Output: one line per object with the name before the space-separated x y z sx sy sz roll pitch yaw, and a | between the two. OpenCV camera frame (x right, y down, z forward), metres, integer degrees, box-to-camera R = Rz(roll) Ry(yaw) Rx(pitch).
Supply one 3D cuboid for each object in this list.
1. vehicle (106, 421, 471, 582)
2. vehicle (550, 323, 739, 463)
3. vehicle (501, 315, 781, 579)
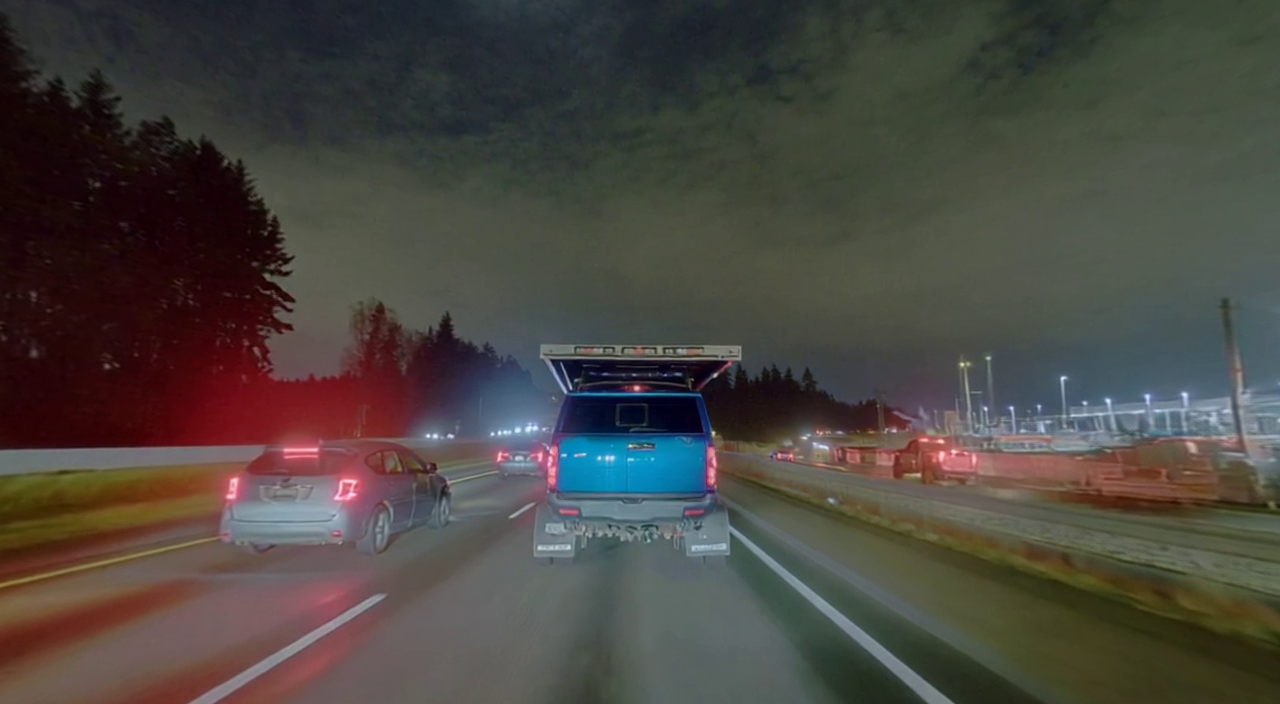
vehicle | -4.017 1.797 8.555 2.155 1.513 4.964 0 -9 -1
vehicle | -0.091 0.819 9.624 2.156 1.604 4.680 1 -9 -4
vehicle | -0.237 1.708 11.495 2.735 2.597 10.435 1 -9 -3
